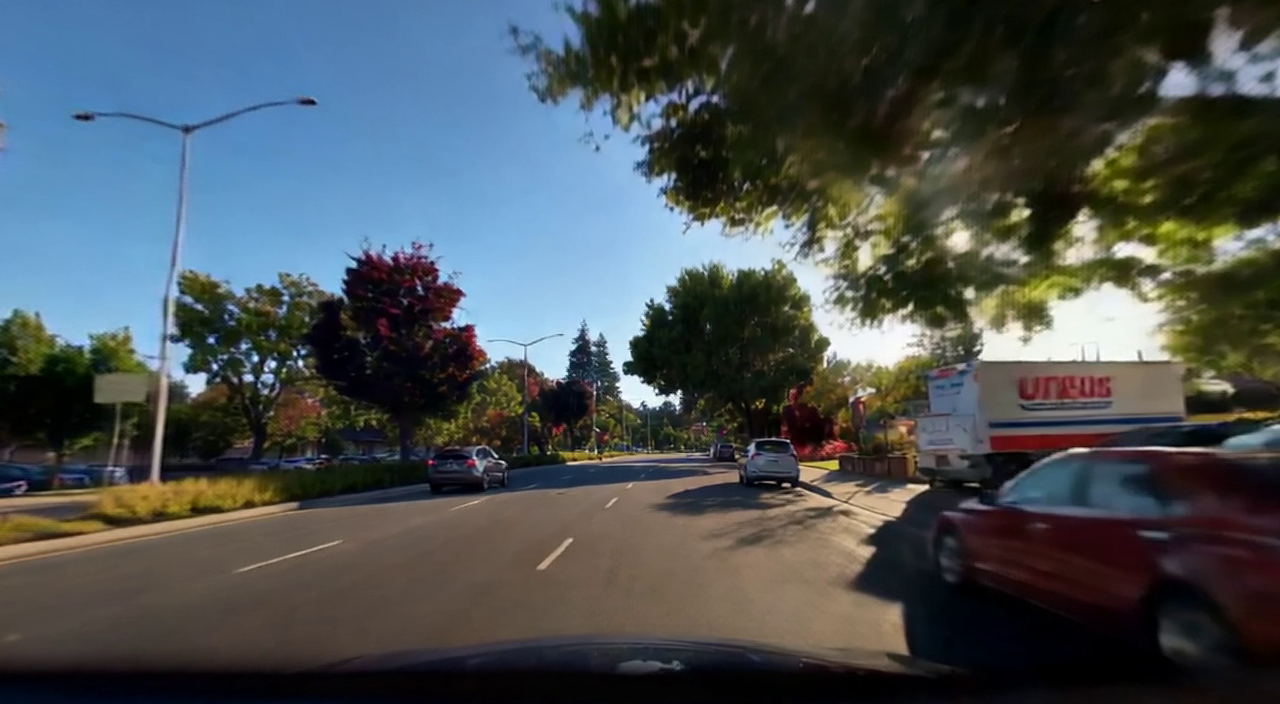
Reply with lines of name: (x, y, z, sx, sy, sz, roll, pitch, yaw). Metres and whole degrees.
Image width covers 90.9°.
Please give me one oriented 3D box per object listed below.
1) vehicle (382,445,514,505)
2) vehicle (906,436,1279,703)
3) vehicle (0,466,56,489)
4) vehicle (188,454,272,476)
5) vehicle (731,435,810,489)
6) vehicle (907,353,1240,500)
vehicle: (-5.256, 3.403, 18.050, 2.060, 1.473, 4.645, 0, -8, 4)
vehicle: (3.790, 1.356, 4.651, 1.849, 1.393, 4.377, 0, -8, 2)
vehicle: (-43.083, 8.623, 43.024, 4.227, 1.397, 1.828, -1, -10, -12)
vehicle: (-28.976, 7.999, 44.697, 4.481, 1.441, 1.960, 2, -9, -8)
vehicle: (4.547, 3.901, 22.700, 2.064, 1.697, 4.718, 0, -8, 3)
vehicle: (11.701, 2.044, 17.434, 7.138, 3.310, 2.943, -2, -9, -10)
